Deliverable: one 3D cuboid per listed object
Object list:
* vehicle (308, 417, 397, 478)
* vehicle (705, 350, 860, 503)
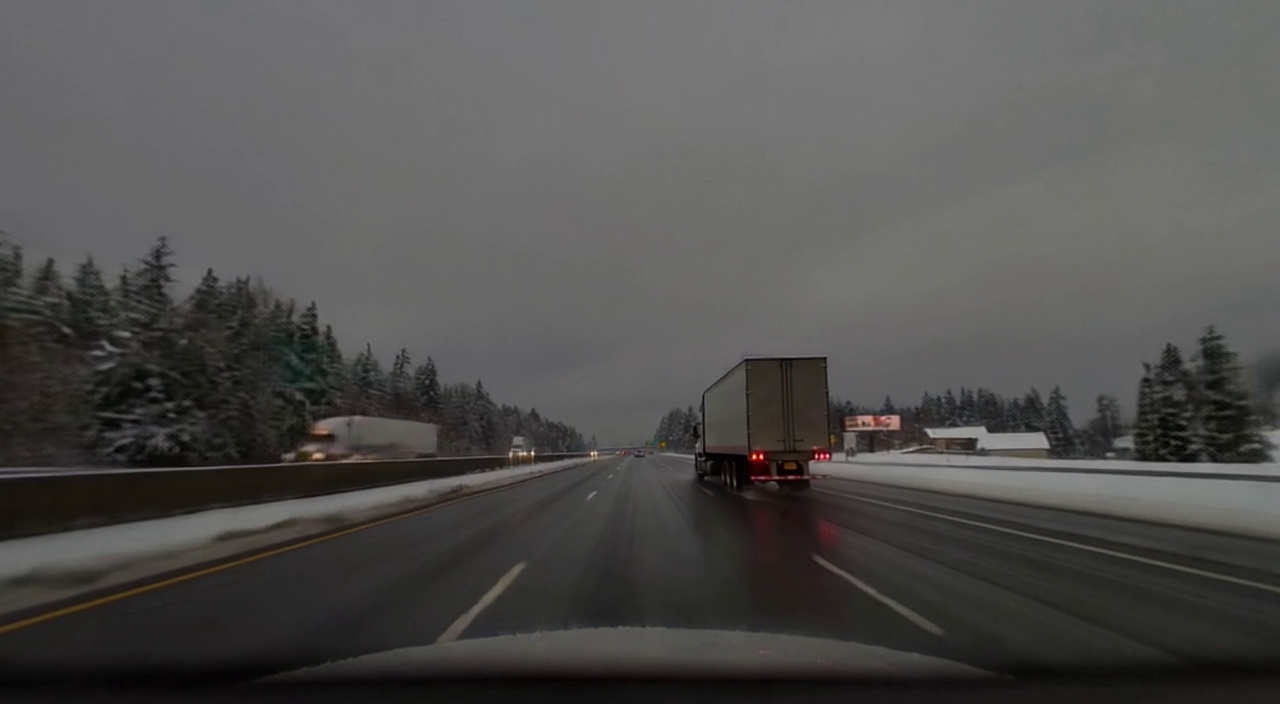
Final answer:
[{"bbox_3d":[-20.477,6.872,45.416,3.367,4.049,6.073,0,-9,0],"label":"vehicle"},{"bbox_3d":[4.633,3.012,23.978,3.058,4.312,12.251,0,-9,0],"label":"vehicle"}]
